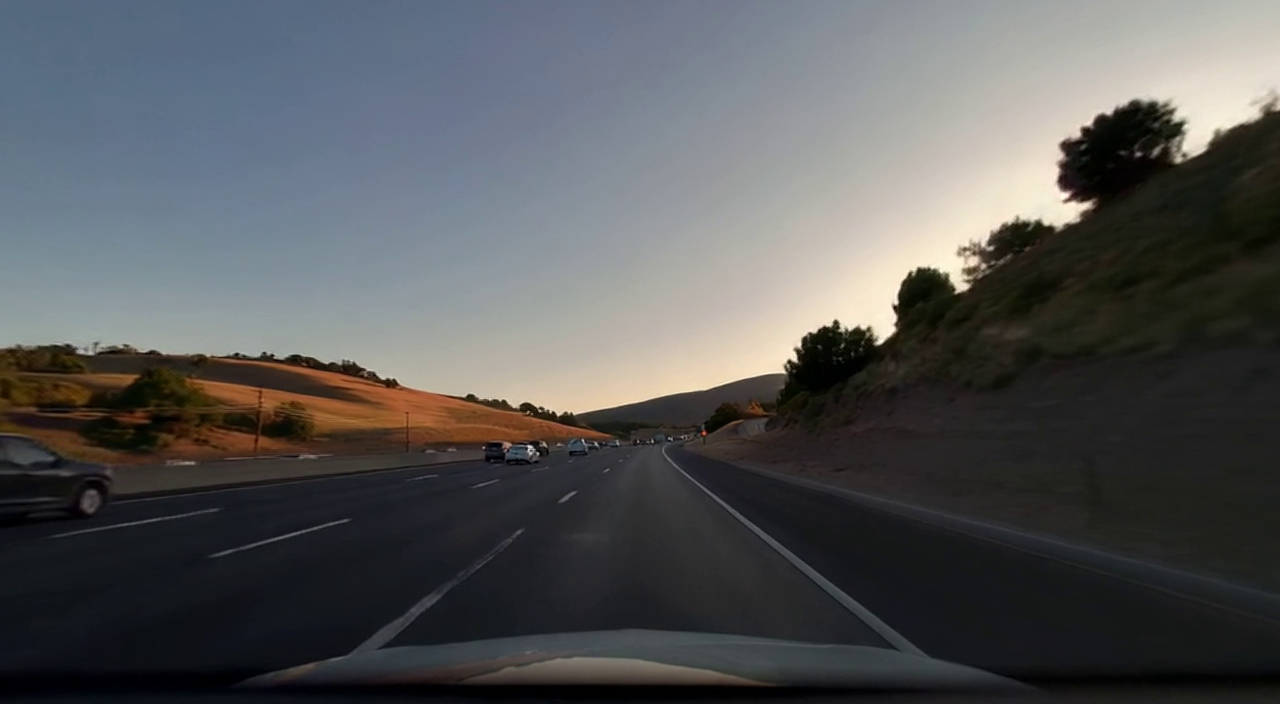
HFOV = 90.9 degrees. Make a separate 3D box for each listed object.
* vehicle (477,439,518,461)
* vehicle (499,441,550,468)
[{"bbox_3d":[-11.141,7.702,49.476,2.020,1.645,4.629,0,-9,1],"label":"vehicle"},{"bbox_3d":[-6.851,6.102,37.822,2.107,1.484,4.449,0,-9,1],"label":"vehicle"}]
